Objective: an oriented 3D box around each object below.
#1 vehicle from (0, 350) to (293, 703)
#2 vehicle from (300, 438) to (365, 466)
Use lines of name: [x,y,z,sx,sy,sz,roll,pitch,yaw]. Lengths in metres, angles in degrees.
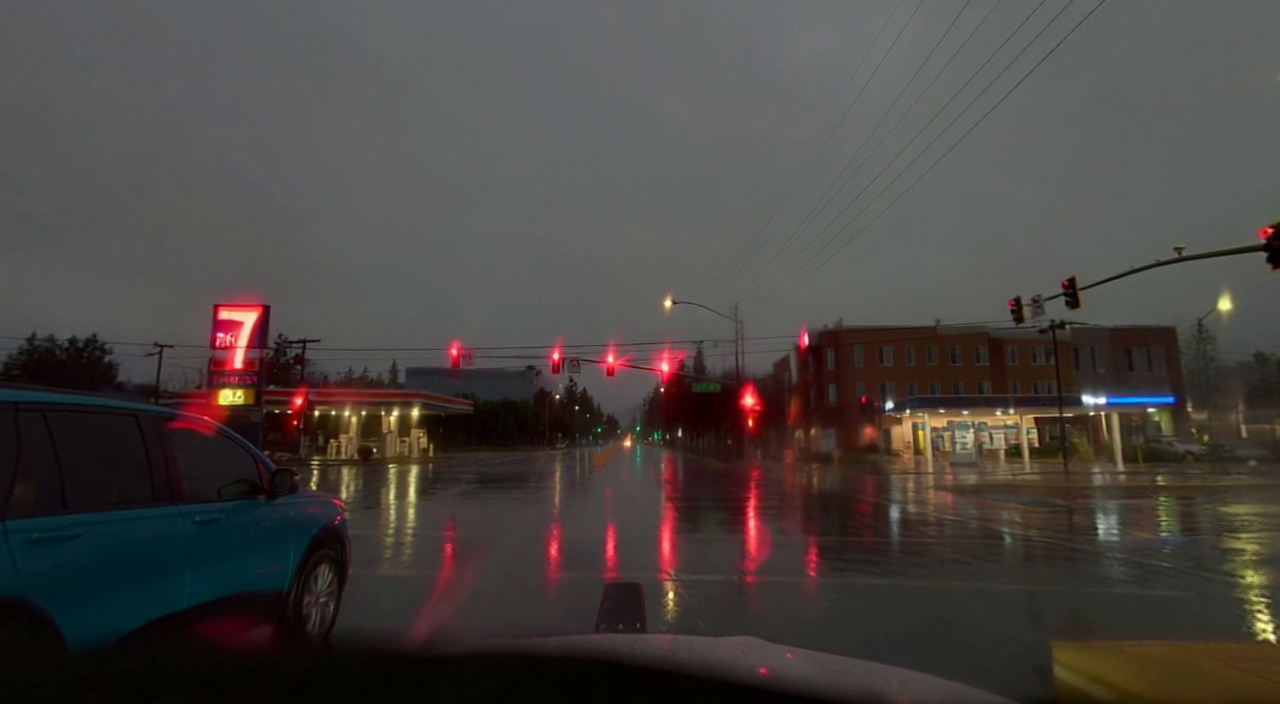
vehicle: [-3.425,0.800,2.041,2.053,1.690,4.364,0,-9,0]
vehicle: [-20.473,6.678,42.147,2.004,1.699,4.486,0,-9,1]
